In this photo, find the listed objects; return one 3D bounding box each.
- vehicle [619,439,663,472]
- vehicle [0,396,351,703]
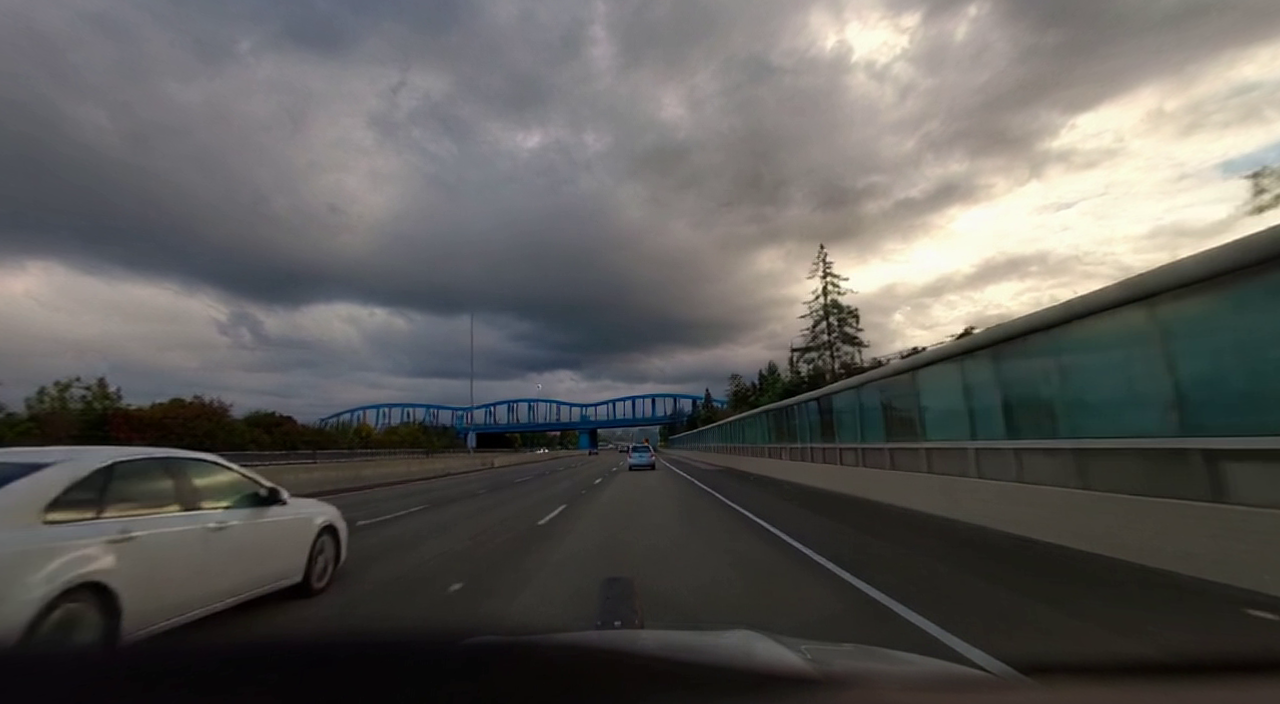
[{"bbox_3d":[0.026,5.798,35.547,2.299,1.716,4.579,0,-9,0],"label":"vehicle"},{"bbox_3d":[-3.398,0.974,2.602,2.095,1.498,4.854,-1,-9,0],"label":"vehicle"}]
